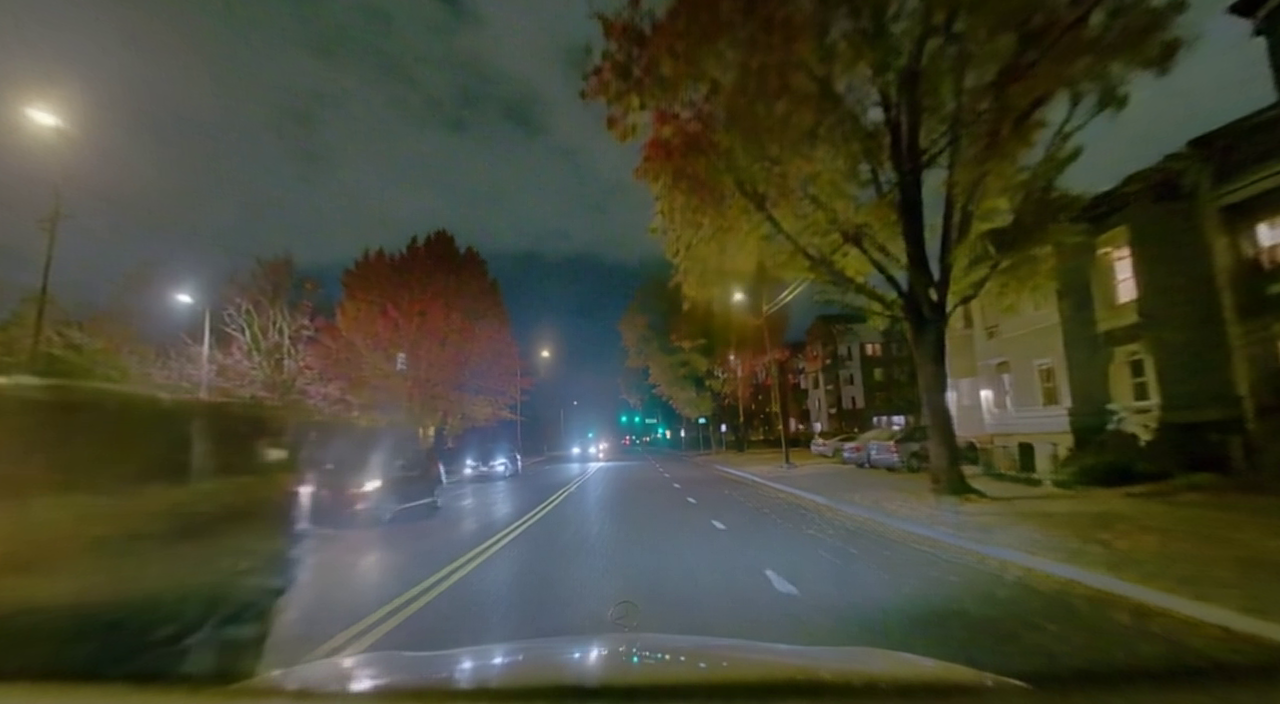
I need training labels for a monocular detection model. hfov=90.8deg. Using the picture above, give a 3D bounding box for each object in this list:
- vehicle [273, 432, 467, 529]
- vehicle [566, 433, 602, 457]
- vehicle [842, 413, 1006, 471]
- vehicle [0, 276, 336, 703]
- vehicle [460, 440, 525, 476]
[{"bbox_3d":[-5.534,2.680,13.866,2.481,1.714,4.702,0,-9,-5],"label":"vehicle"},{"bbox_3d":[-4.219,7.161,48.560,2.356,1.702,4.700,0,-8,0],"label":"vehicle"},{"bbox_3d":[9.239,2.997,20.946,4.385,1.612,2.070,-4,-9,4],"label":"vehicle"},{"bbox_3d":[-3.480,0.687,2.128,2.275,1.953,5.423,0,-9,-1],"label":"vehicle"},{"bbox_3d":[-6.566,4.742,28.570,1.968,1.483,4.279,0,-8,-1],"label":"vehicle"}]
